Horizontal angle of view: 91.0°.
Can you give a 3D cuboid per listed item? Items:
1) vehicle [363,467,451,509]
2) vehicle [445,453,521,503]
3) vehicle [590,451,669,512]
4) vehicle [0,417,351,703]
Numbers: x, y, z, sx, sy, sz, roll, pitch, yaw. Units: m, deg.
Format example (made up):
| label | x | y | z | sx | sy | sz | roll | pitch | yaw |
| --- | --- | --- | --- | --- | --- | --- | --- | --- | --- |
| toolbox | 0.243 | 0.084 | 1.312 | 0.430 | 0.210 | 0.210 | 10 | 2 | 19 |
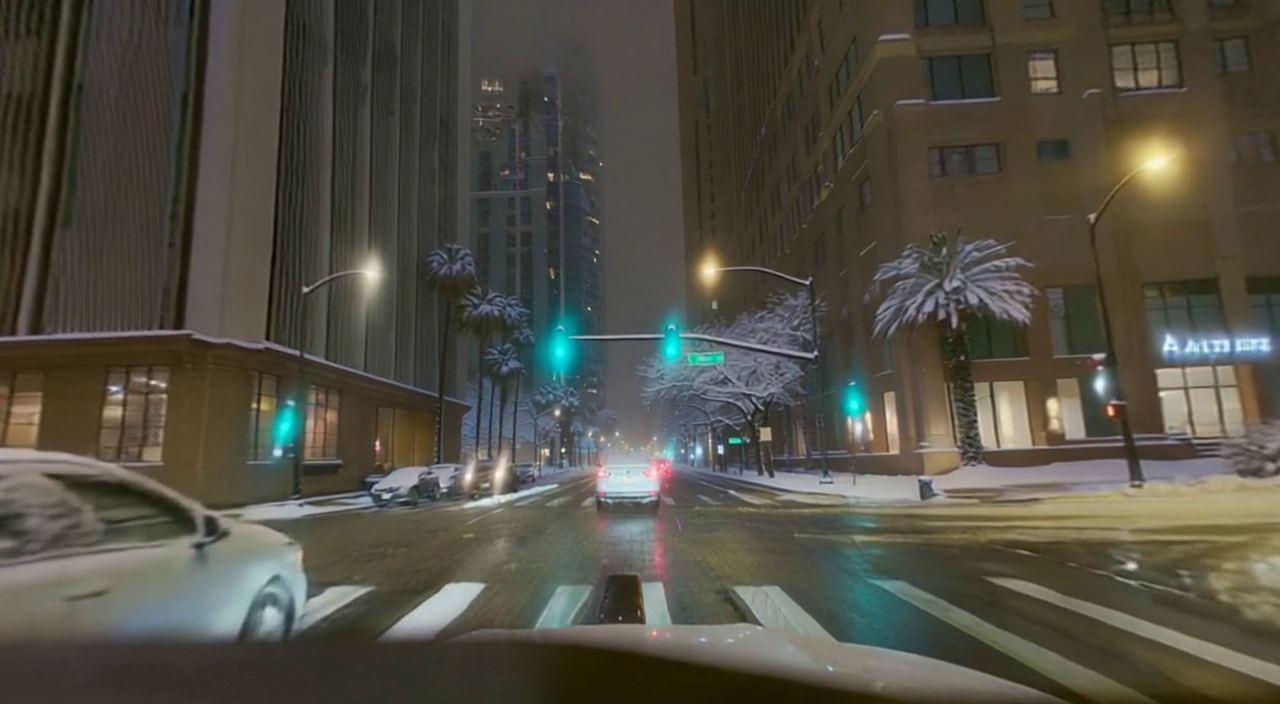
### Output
| label | x | y | z | sx | sy | sz | roll | pitch | yaw |
| --- | --- | --- | --- | --- | --- | --- | --- | --- | --- |
| vehicle | -9.653 | 5.662 | 26.540 | 1.977 | 1.475 | 4.491 | 0 | -9 | 0 |
| vehicle | -6.694 | 5.396 | 27.371 | 2.070 | 1.893 | 4.738 | 0 | -9 | 0 |
| vehicle | -0.303 | 3.850 | 19.186 | 2.145 | 1.632 | 3.972 | 0 | -9 | -1 |
| vehicle | -3.289 | 1.031 | 2.516 | 2.096 | 1.492 | 4.666 | 0 | -9 | -1 |
